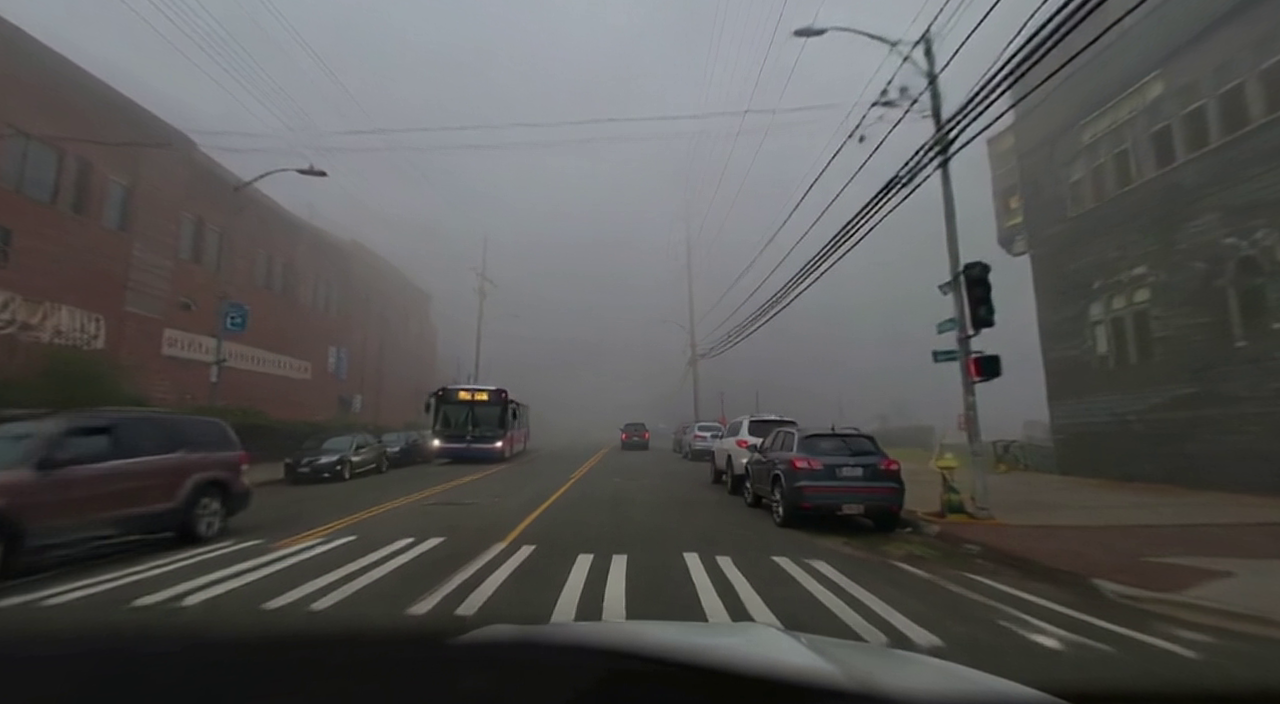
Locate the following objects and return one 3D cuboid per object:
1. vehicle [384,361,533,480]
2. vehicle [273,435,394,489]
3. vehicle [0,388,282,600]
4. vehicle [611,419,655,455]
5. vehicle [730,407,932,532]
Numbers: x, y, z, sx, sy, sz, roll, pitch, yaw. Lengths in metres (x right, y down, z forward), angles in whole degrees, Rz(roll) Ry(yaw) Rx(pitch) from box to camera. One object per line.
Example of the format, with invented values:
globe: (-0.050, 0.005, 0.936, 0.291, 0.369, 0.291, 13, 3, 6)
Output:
vehicle: (-6.201, 2.852, 24.338, 3.297, 3.342, 12.875, 1, -8, -6)
vehicle: (-10.027, 3.583, 21.088, 2.031, 1.539, 4.089, -1, -7, 0)
vehicle: (-7.184, 1.611, 7.761, 2.127, 2.034, 5.559, -1, -8, 2)
vehicle: (-0.388, 4.562, 33.749, 2.190, 1.783, 4.048, 0, -8, -1)
vehicle: (3.047, 2.044, 11.275, 2.171, 1.751, 4.373, 1, -10, -1)
